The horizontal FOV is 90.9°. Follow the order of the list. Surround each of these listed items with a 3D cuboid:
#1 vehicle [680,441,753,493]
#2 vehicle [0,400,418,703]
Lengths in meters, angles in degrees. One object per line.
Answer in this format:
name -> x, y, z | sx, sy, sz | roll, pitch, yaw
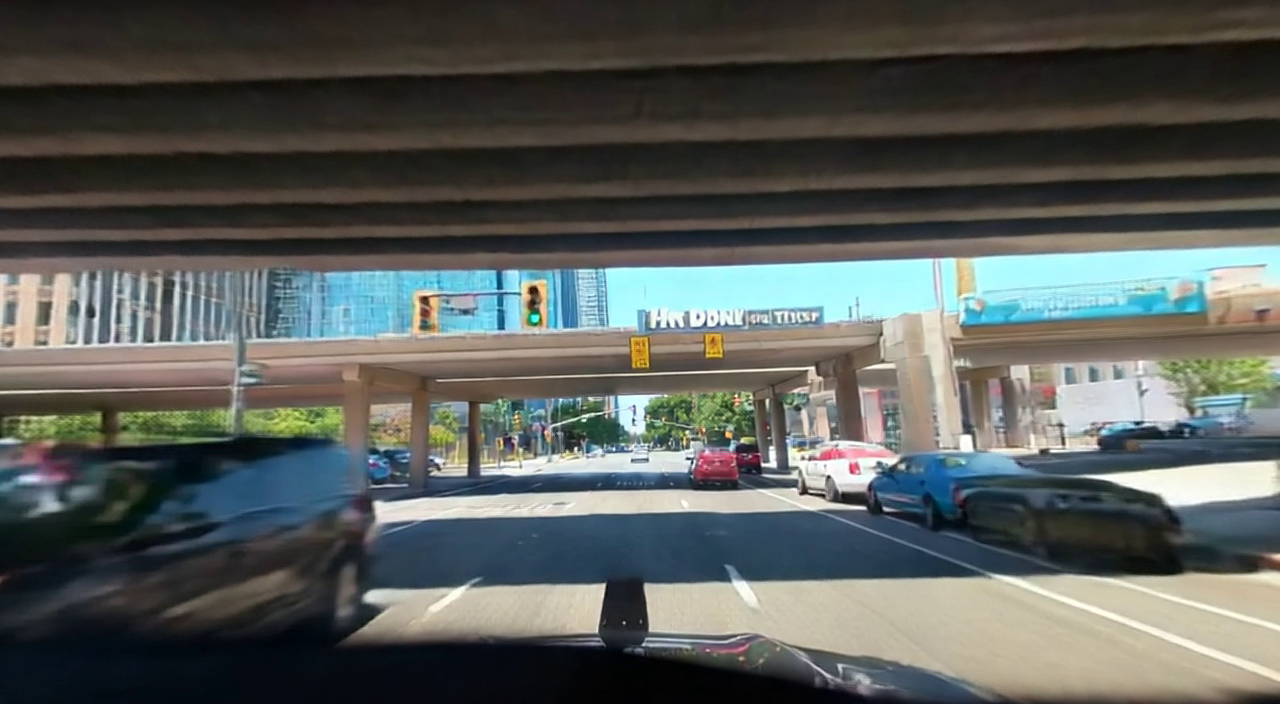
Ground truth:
vehicle -> 2.473, 3.837, 21.389 | 1.947, 1.576, 3.825 | 0, -9, 0
vehicle -> -3.153, 1.272, 3.851 | 2.076, 1.653, 4.152 | 0, -9, 0
